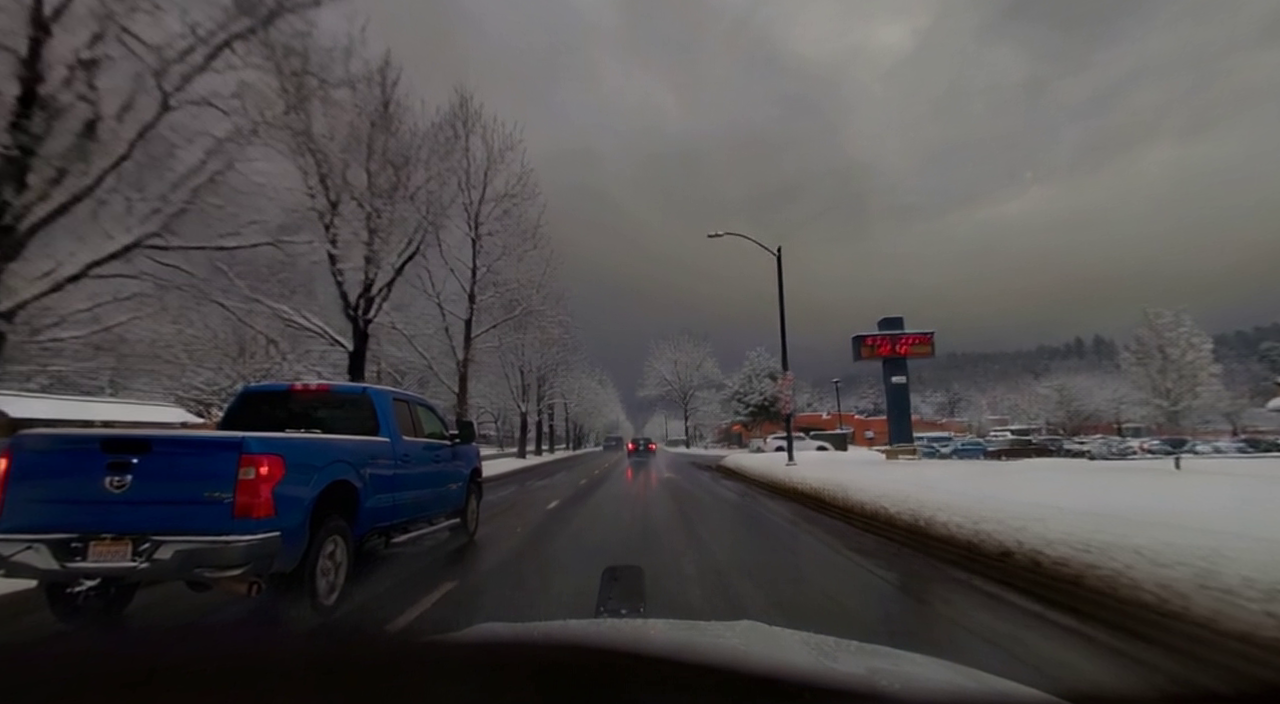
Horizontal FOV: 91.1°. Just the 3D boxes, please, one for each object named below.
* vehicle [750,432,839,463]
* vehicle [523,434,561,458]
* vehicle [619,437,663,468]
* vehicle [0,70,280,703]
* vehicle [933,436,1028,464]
[{"bbox_3d":[9.453,5.816,38.329,5.109,1.735,1.997,4,-9,-25],"label":"vehicle"},{"bbox_3d":[-7.721,7.471,49.988,2.146,1.788,5.153,0,-8,0],"label":"vehicle"},{"bbox_3d":[0.045,5.311,33.452,2.191,1.530,4.470,0,-8,0],"label":"vehicle"},{"bbox_3d":[-3.506,0.177,0.884,2.733,2.495,5.037,-1,-8,3],"label":"vehicle"},{"bbox_3d":[20.620,5.919,38.064,4.836,1.567,2.051,-5,-10,31],"label":"vehicle"}]
